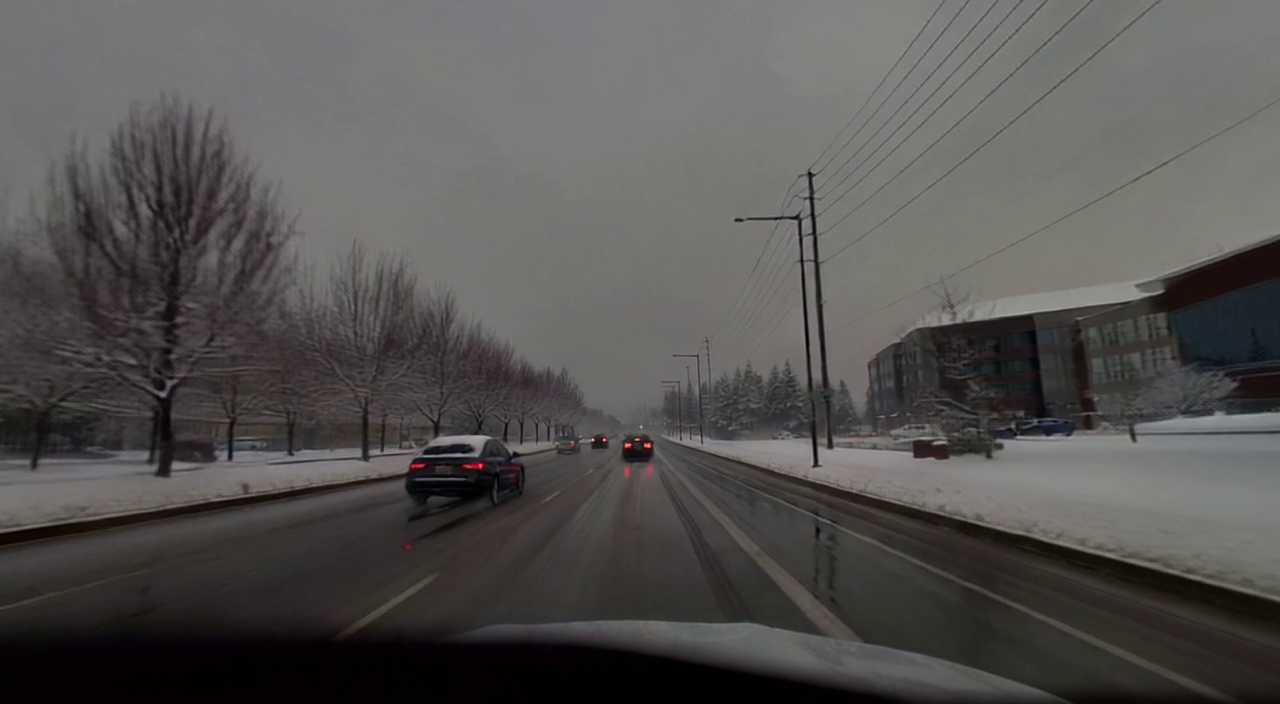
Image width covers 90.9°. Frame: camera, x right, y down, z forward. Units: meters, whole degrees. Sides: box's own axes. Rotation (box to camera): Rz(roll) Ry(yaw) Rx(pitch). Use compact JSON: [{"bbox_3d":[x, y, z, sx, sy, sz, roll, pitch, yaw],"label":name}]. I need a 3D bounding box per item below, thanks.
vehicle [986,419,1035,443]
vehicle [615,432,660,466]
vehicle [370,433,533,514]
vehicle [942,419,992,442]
[{"bbox_3d":[24.404,5.257,41.657,1.741,1.416,3.831,-3,-9,15],"label":"vehicle"},{"bbox_3d":[-0.125,5.036,32.848,2.199,1.652,4.101,0,-8,-1],"label":"vehicle"},{"bbox_3d":[-3.838,2.566,13.904,1.942,1.462,4.905,0,-8,2],"label":"vehicle"},{"bbox_3d":[21.914,5.325,42.447,1.833,1.471,4.656,-2,-9,13],"label":"vehicle"}]
